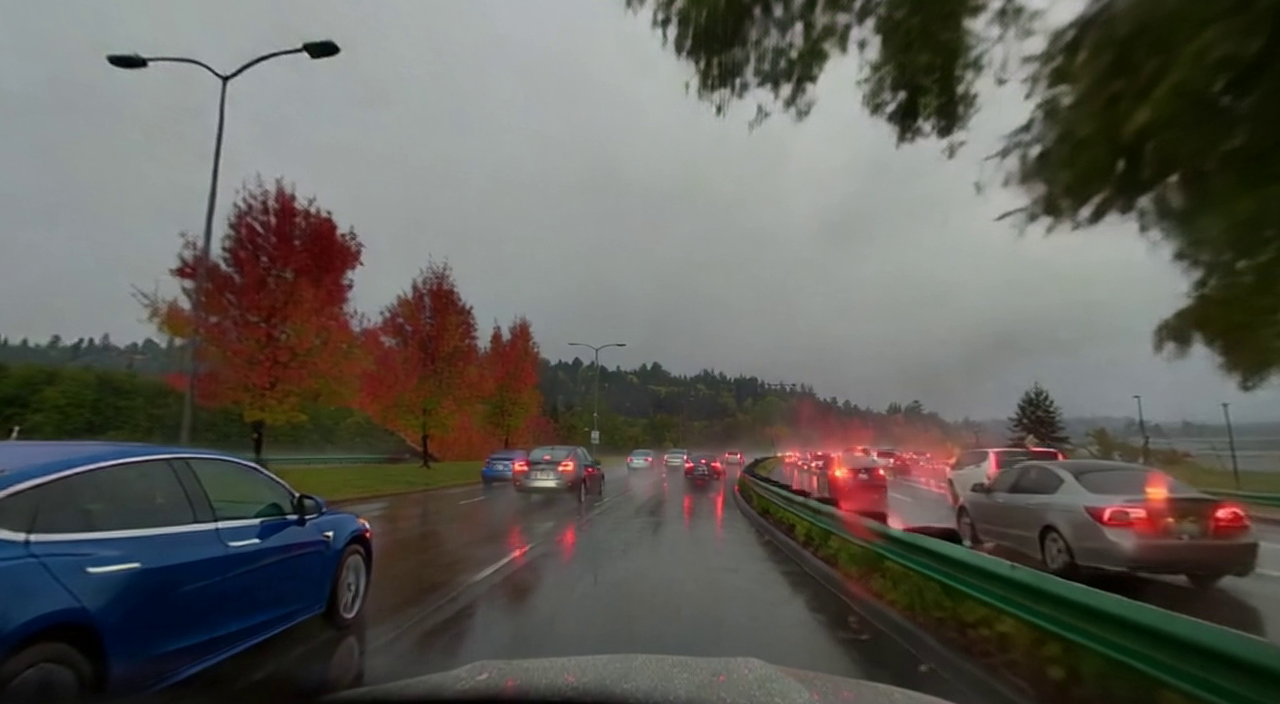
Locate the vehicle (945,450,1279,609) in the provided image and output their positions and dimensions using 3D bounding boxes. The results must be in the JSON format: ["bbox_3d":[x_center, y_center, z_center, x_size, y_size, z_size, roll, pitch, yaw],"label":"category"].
[{"bbox_3d":[6.235,2.122,8.632,1.869,1.516,4.753,0,-9,2],"label":"vehicle"}]

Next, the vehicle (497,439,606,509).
[{"bbox_3d":[-2.302,3.331,17.705,1.979,1.663,4.513,0,-9,6],"label":"vehicle"}]

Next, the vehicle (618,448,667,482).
[{"bbox_3d":[0.214,5.949,33.537,1.930,1.635,4.260,-1,-9,9],"label":"vehicle"}]

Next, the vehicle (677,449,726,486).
[{"bbox_3d":[2.876,5.194,28.744,2.015,1.506,4.276,-1,-9,9],"label":"vehicle"}]

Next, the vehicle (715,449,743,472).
[{"bbox_3d":[7.015,8.453,49.195,1.977,1.704,3.841,-1,-9,11],"label":"vehicle"}]

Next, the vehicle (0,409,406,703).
[{"bbox_3d":[-3.309,1.202,3.915,1.921,1.503,4.317,0,-9,2],"label":"vehicle"}]

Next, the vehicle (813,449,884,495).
[{"bbox_3d":[8.237,4.727,25.240,1.768,1.634,4.064,0,-9,6],"label":"vehicle"}]

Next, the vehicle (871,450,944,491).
[{"bbox_3d":[13.073,5.788,31.147,2.121,1.777,4.755,-1,-9,8],"label":"vehicle"}]
